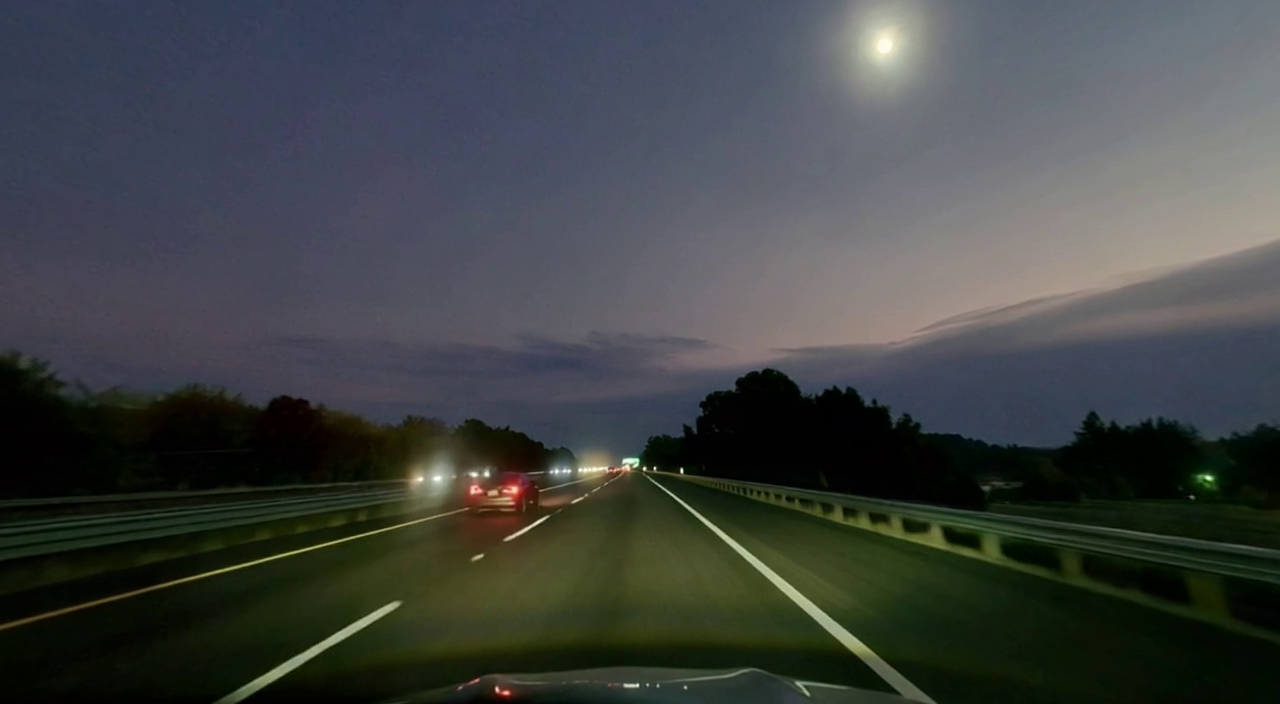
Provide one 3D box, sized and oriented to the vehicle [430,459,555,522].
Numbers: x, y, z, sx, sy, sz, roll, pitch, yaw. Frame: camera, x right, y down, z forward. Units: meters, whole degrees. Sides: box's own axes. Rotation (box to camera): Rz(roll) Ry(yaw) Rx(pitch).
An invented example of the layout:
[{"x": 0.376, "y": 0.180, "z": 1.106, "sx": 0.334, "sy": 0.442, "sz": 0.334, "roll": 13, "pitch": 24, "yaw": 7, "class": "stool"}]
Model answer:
[{"x": -3.834, "y": 3.737, "z": 17.445, "sx": 2.146, "sy": 1.441, "sz": 5.020, "roll": 1, "pitch": -10, "yaw": 1, "class": "vehicle"}]
